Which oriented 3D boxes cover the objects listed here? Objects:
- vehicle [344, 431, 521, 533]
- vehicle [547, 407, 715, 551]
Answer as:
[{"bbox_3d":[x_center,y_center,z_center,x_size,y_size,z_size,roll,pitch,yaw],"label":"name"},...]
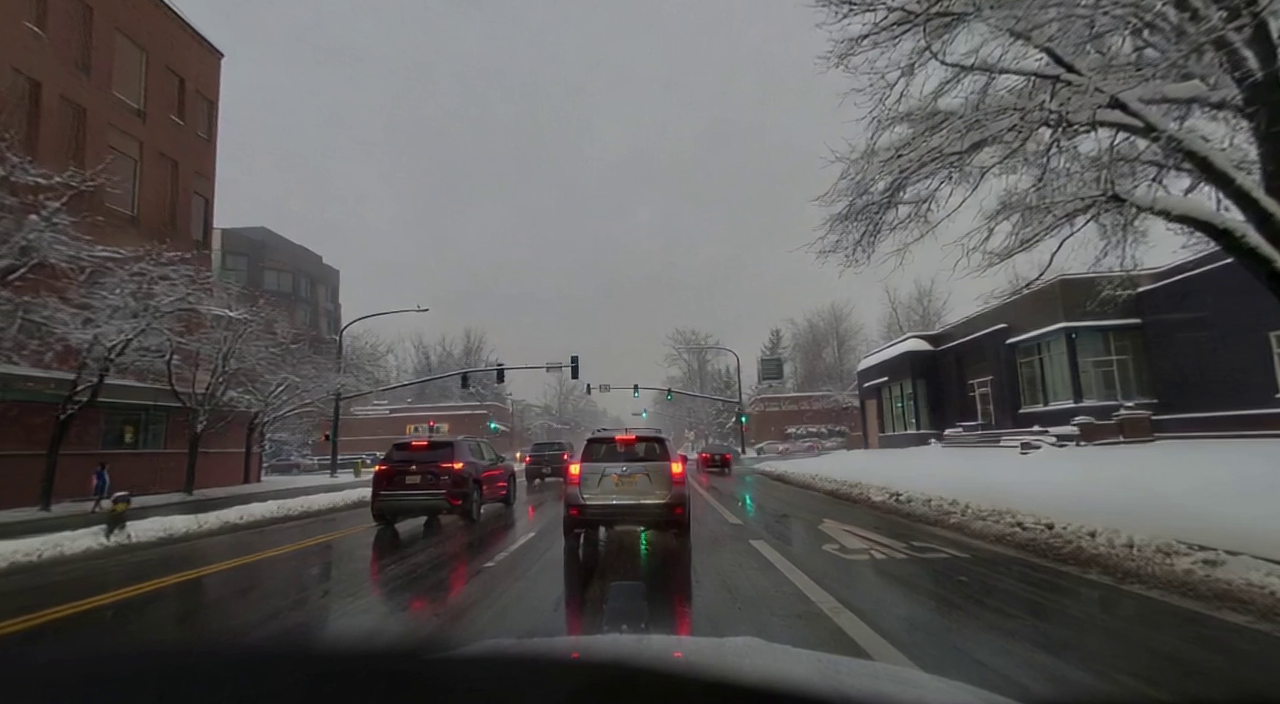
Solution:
[{"bbox_3d":[-3.721,2.387,12.221,1.886,1.599,4.247,0,-8,1],"label":"vehicle"},{"bbox_3d":[-0.083,1.879,9.914,2.075,1.770,4.018,0,-8,1],"label":"vehicle"}]
